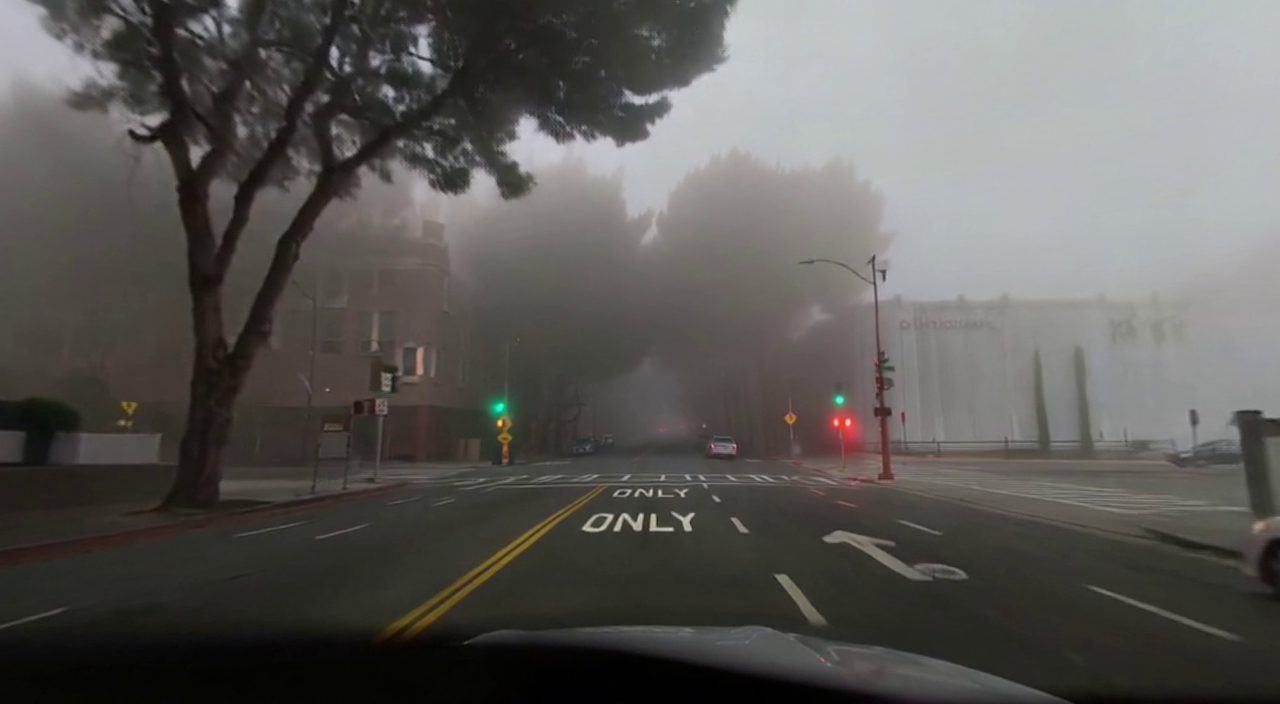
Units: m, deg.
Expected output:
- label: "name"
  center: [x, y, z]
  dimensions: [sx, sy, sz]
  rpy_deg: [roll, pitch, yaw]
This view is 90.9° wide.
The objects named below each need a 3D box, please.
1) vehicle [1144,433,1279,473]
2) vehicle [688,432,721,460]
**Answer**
- label: "vehicle"
  center: [26.557, 4.668, 29.158]
  dimensions: [4.525, 1.769, 2.180]
  rpy_deg: [0, -8, -1]
- label: "vehicle"
  center: [4.628, 6.869, 45.997]
  dimensions: [1.971, 1.919, 4.748]
  rpy_deg: [0, -8, 1]
